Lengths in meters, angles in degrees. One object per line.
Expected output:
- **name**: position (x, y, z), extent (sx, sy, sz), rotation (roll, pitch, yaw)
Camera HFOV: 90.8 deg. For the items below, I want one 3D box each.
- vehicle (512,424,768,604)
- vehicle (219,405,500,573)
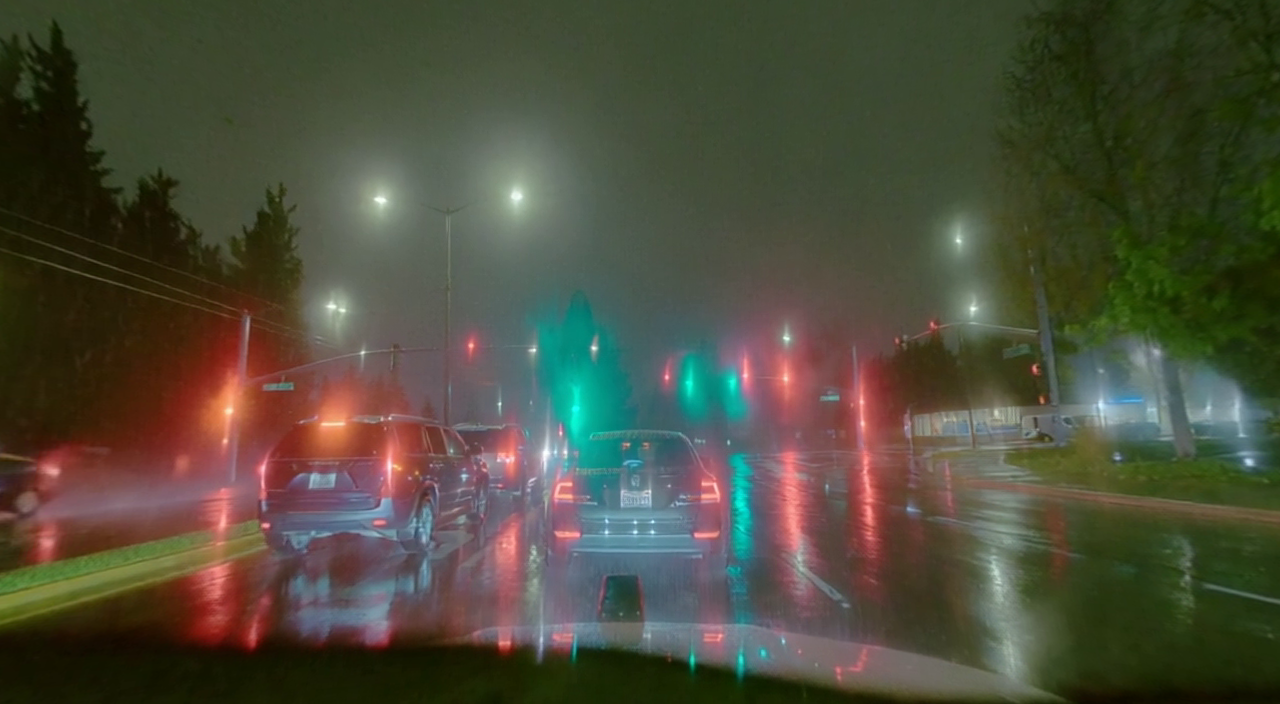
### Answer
- **vehicle**: position (-0.054, 1.642, 7.312), extent (2.126, 1.475, 3.967), rotation (0, -8, -2)
- **vehicle**: position (-3.432, 1.759, 8.847), extent (2.046, 1.751, 4.208), rotation (0, -8, -1)
